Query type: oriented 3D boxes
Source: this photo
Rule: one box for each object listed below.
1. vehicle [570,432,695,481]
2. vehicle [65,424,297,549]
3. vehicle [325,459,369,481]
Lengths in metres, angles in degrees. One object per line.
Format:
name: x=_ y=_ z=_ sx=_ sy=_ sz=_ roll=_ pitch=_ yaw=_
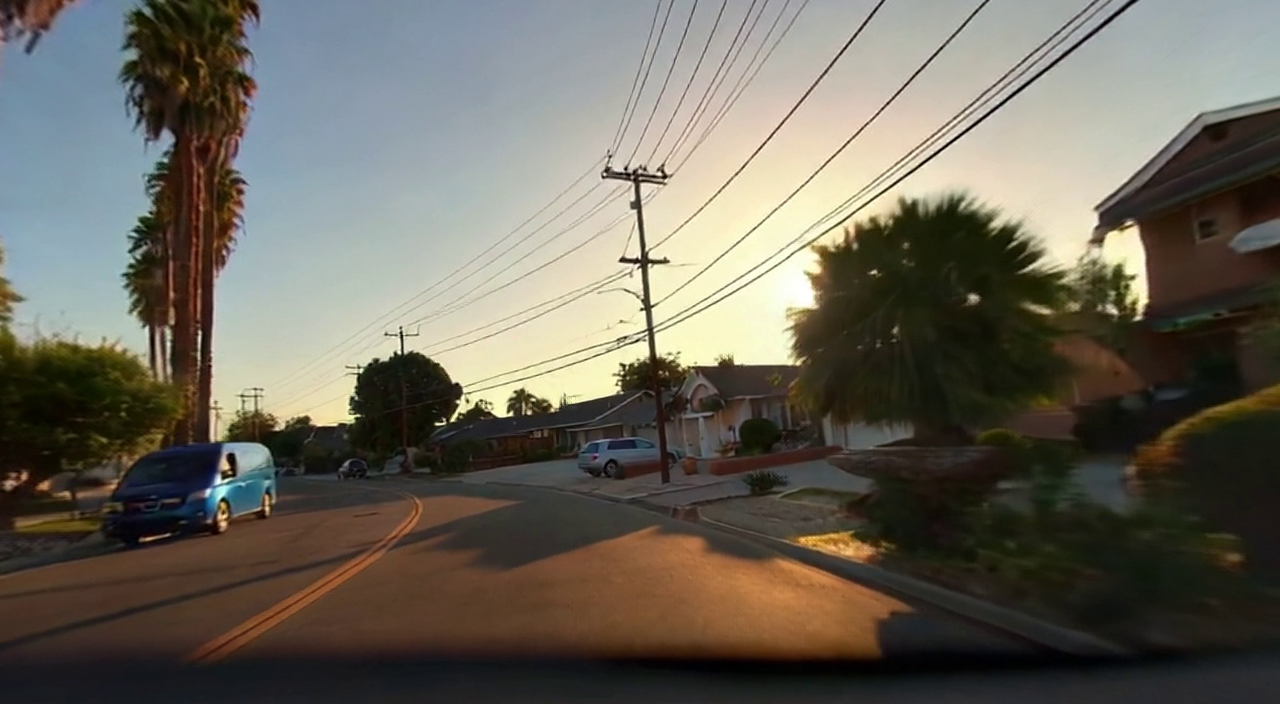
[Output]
vehicle: x=-0.297 y=4.697 z=28.676 sx=5.102 sy=2.040 sz=2.472 roll=5 pitch=-9 yaw=-30
vehicle: x=-10.129 y=2.995 z=14.788 sx=2.552 sy=2.134 sz=6.076 roll=-1 pitch=-9 yaw=-18
vehicle: x=-22.642 y=9.064 z=48.743 sx=1.870 sy=1.490 sz=3.802 roll=8 pitch=-11 yaw=-42
